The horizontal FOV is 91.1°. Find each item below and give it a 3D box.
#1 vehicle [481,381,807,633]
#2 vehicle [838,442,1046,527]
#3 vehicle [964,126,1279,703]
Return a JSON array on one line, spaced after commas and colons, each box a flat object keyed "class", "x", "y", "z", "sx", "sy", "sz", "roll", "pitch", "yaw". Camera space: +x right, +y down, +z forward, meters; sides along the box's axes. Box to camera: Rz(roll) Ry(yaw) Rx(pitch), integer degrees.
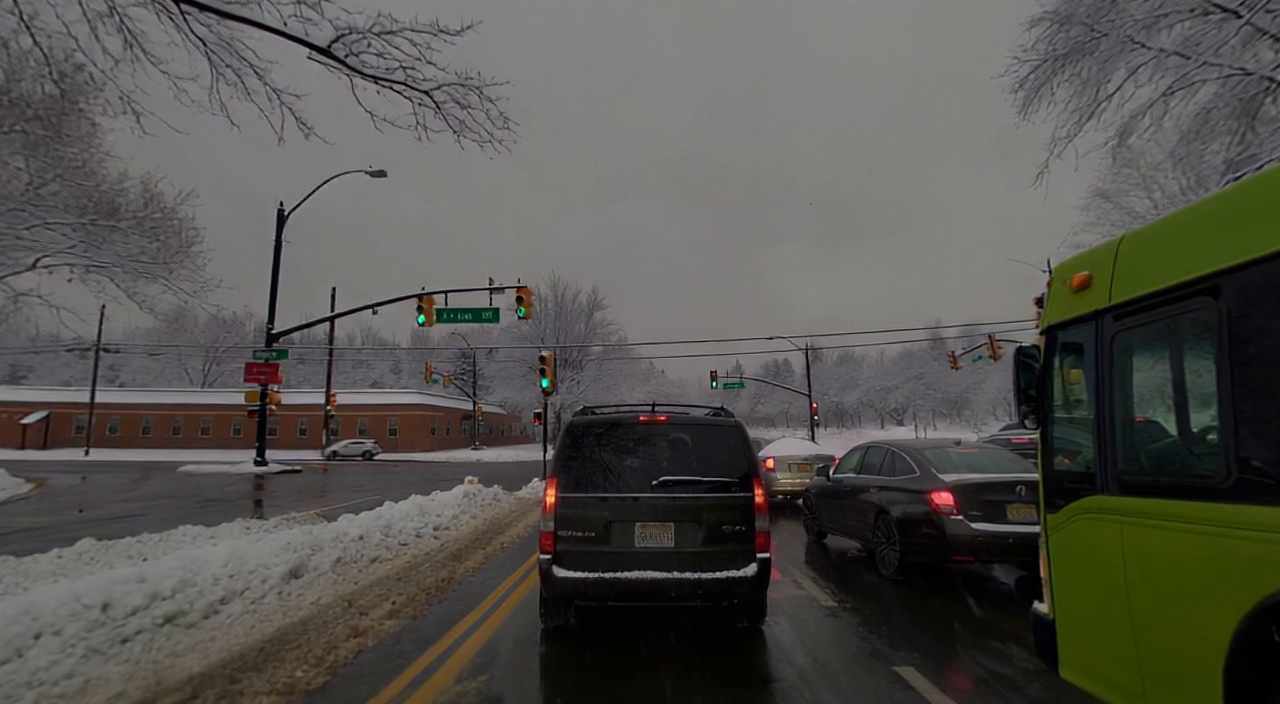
[{"class": "vehicle", "x": 0.000, "y": 1.474, "z": 6.999, "sx": 2.381, "sy": 1.842, "sz": 4.603, "roll": 0, "pitch": -8, "yaw": -1}, {"class": "vehicle", "x": 5.962, "y": 2.638, "z": 13.221, "sx": 1.987, "sy": 1.457, "sz": 4.675, "roll": 0, "pitch": -8, "yaw": -1}, {"class": "vehicle", "x": 2.606, "y": 0.317, "z": 0.420, "sx": 2.037, "sy": 2.065, "sz": 5.037, "roll": 0, "pitch": -8, "yaw": 0}]
